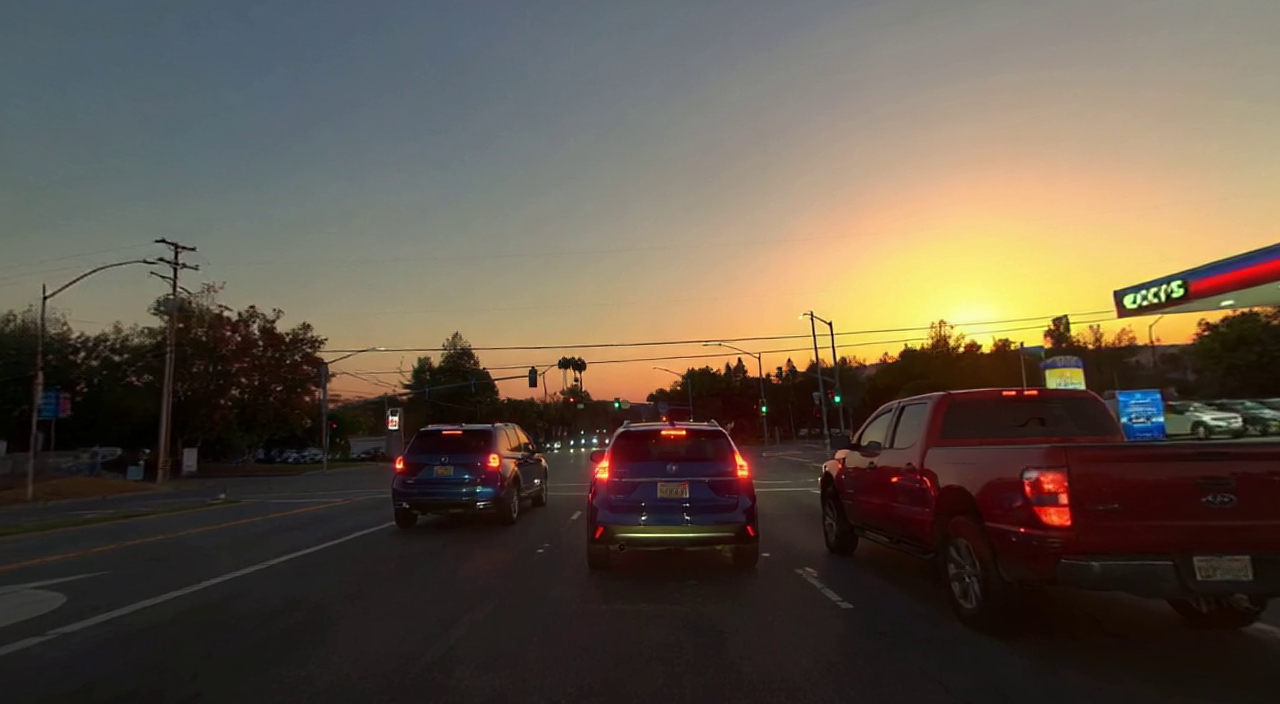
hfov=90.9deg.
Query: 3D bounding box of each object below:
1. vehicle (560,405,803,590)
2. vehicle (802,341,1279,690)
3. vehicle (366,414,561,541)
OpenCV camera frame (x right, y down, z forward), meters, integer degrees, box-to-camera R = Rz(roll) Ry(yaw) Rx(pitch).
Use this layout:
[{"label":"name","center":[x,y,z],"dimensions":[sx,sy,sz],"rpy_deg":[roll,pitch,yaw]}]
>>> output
[{"label":"vehicle","center":[0.358,1.611,7.781],"dimensions":[2.181,1.650,4.083],"rpy_deg":[0,-8,0]},{"label":"vehicle","center":[3.405,1.257,6.119],"dimensions":[2.161,1.868,5.321],"rpy_deg":[0,-8,-1]},{"label":"vehicle","center":[-2.713,2.055,10.907],"dimensions":[2.019,1.731,4.299],"rpy_deg":[0,-8,2]}]
